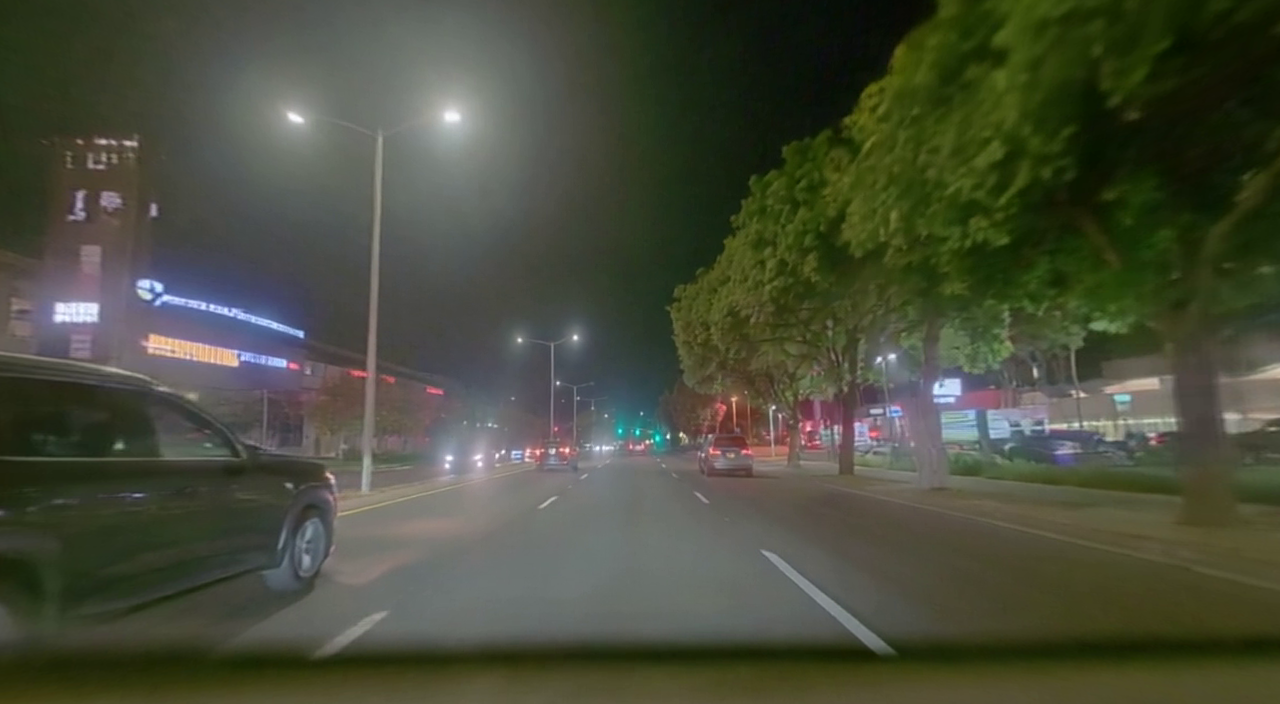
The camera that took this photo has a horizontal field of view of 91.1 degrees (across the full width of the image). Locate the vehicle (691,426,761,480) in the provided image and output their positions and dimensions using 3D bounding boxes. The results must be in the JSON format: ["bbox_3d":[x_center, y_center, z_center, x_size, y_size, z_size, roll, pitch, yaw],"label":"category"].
[{"bbox_3d":[3.281,3.941,24.789,2.024,1.921,4.431,0,-8,-2],"label":"vehicle"}]

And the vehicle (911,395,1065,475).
[{"bbox_3d":[15.852,3.972,29.406,2.919,3.125,7.218,2,-9,-1],"label":"vehicle"}]

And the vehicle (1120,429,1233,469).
[{"bbox_3d":[26.945,4.877,31.619,3.820,1.818,1.962,-2,-8,-1],"label":"vehicle"}]

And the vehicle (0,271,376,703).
[{"bbox_3d":[-3.599,0.797,3.423,2.210,1.925,4.838,0,-8,0],"label":"vehicle"}]

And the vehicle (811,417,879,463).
[{"bbox_3d":[15.767,6.882,49.059,2.642,3.252,8.515,1,-8,1],"label":"vehicle"}]

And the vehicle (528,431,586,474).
[{"bbox_3d":[-3.638,4.477,28.235,2.014,1.775,4.404,0,-8,0],"label":"vehicle"}]
